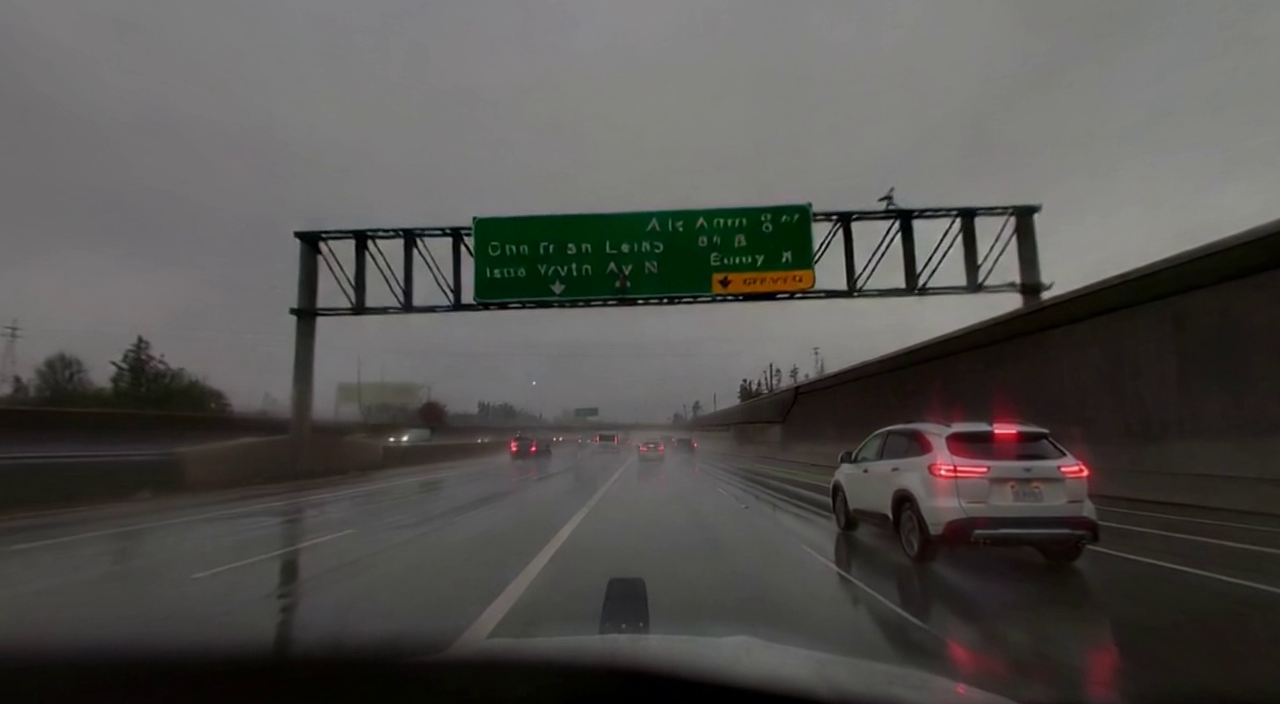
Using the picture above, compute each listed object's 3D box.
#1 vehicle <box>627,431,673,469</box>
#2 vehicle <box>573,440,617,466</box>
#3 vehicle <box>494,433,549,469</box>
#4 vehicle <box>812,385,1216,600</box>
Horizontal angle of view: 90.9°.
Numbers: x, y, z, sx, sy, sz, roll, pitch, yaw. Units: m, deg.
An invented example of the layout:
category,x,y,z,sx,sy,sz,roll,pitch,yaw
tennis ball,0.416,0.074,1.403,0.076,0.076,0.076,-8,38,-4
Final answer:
category,x,y,z,sx,sy,sz,roll,pitch,yaw
vehicle,0.537,4.871,31.332,2.133,1.739,3.925,0,-8,2
vehicle,-2.518,5.789,36.284,2.205,1.406,4.286,0,-8,0
vehicle,-5.931,4.987,31.969,1.946,1.688,4.019,0,-8,1
vehicle,3.844,1.539,7.779,2.083,1.823,4.627,0,-8,0
